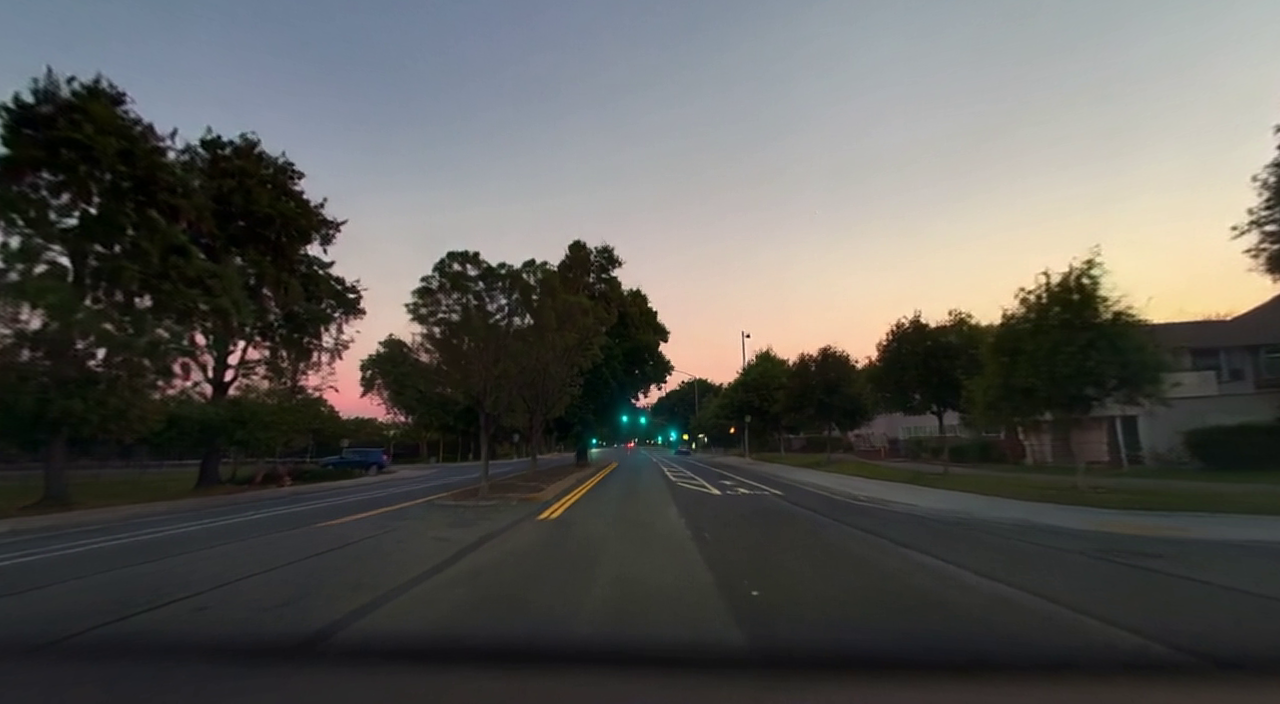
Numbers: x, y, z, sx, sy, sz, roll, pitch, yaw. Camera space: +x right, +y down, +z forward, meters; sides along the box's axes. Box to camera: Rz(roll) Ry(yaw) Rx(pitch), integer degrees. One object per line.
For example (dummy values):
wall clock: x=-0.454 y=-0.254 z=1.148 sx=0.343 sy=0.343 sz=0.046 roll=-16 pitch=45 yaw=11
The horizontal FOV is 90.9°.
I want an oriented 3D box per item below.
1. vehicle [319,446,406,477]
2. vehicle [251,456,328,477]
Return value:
vehicle: x=-21.667 y=8.564 z=49.331 sx=5.841 sy=1.902 sz=2.244 roll=-5 pitch=-8 yaw=4
vehicle: x=-27.506 y=9.002 z=49.526 sx=4.696 sy=1.518 sz=2.224 roll=0 pitch=-8 yaw=-2
